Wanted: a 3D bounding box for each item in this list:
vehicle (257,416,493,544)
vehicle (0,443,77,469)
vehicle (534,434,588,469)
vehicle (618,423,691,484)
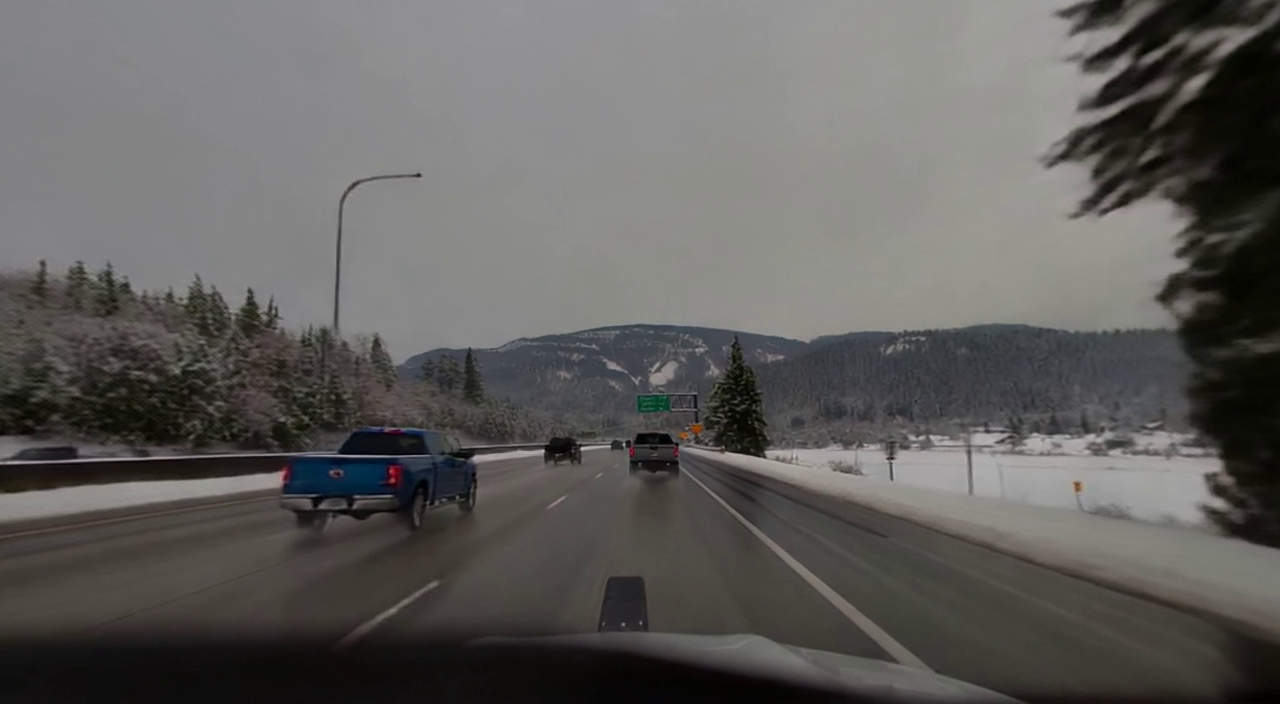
[{"bbox_3d":[-3.844,1.928,10.087,1.959,1.604,4.065,0,-8,0],"label":"vehicle"},{"bbox_3d":[-36.643,6.164,37.431,1.881,1.460,5.049,-2,-8,0],"label":"vehicle"},{"bbox_3d":[-3.904,4.984,31.763,2.106,1.651,4.040,0,-8,1],"label":"vehicle"},{"bbox_3d":[0.477,3.489,21.894,2.229,1.837,5.387,0,-8,1],"label":"vehicle"}]
